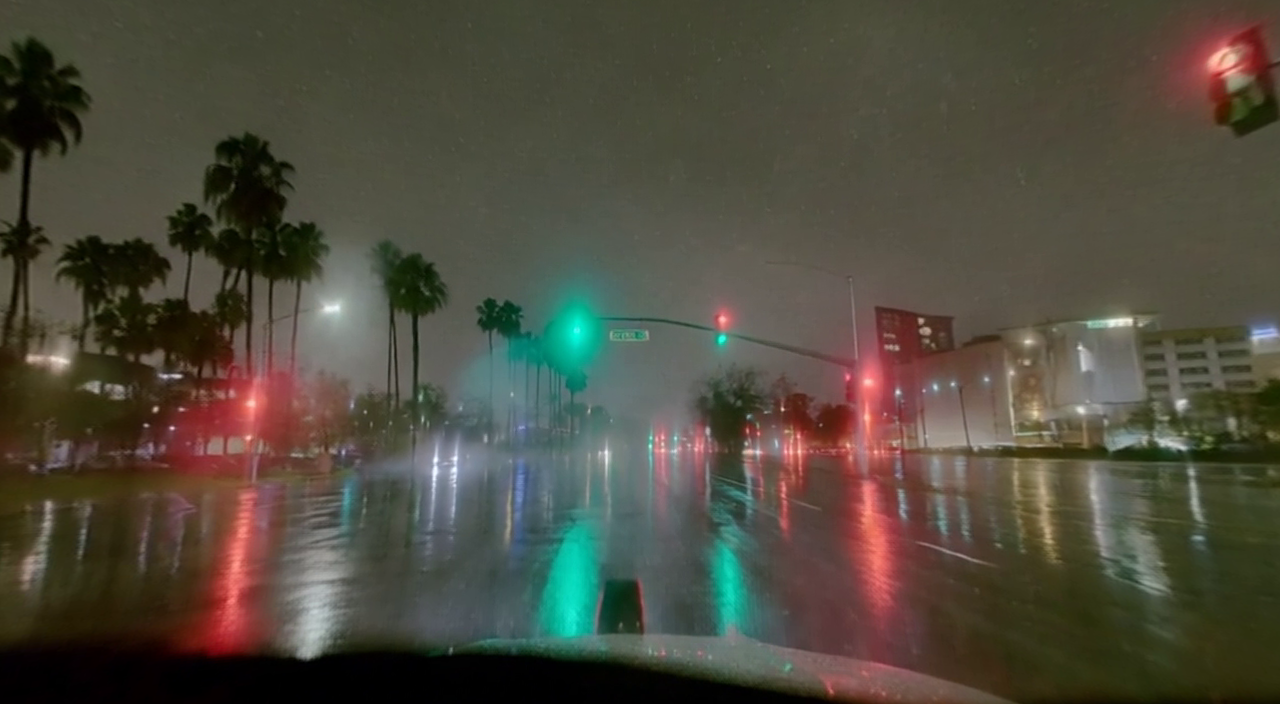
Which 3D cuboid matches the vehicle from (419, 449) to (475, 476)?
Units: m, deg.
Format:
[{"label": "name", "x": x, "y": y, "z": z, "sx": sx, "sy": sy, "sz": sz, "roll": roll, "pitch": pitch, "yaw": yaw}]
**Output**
[{"label": "vehicle", "x": -11.391, "y": 6.521, "z": 37.571, "sx": 2.149, "sy": 1.477, "sz": 4.186, "roll": 0, "pitch": -9, "yaw": -3}]
